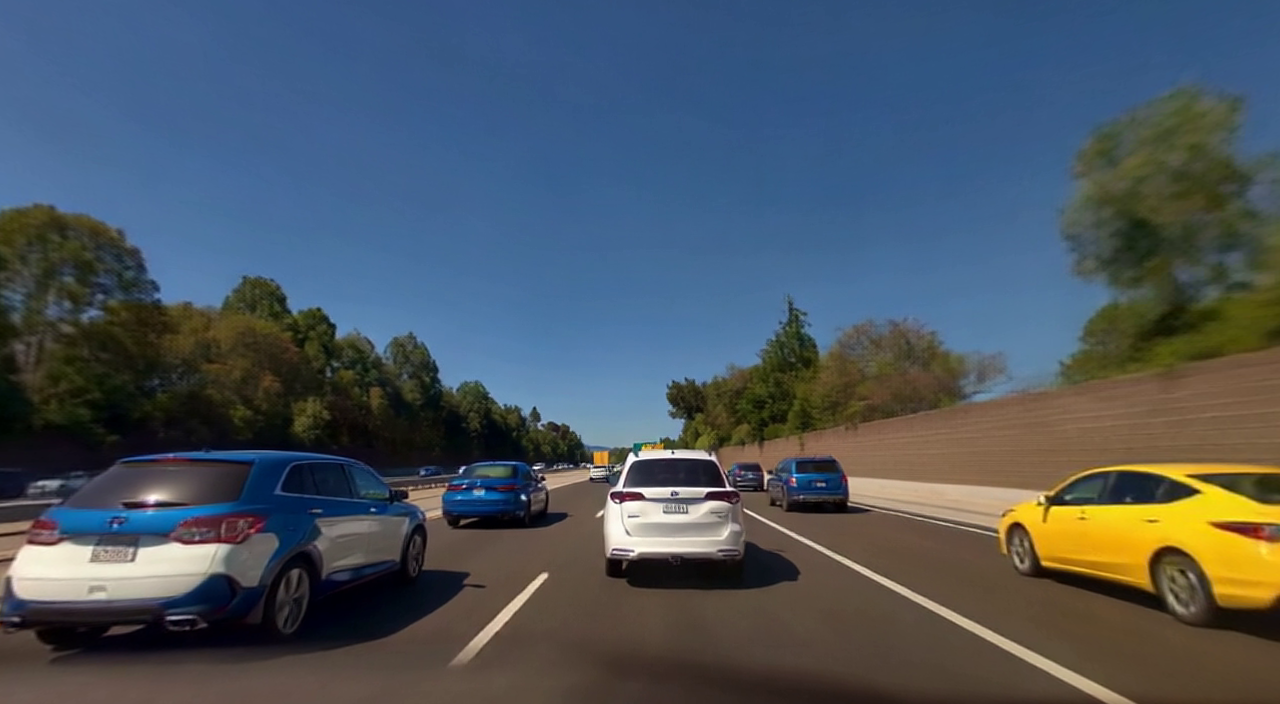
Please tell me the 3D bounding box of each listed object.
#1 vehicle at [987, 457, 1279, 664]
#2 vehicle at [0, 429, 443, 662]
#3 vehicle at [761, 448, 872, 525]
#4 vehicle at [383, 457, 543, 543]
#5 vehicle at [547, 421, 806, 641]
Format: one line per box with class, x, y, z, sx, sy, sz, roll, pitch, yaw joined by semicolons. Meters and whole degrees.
vehicle;5.500;1.772;5.993;1.919;1.437;4.436;1;-11;1
vehicle;-3.798;1.723;6.540;1.994;1.556;4.263;0;-11;1
vehicle;4.877;3.802;18.111;1.984;1.876;4.287;0;-11;1
vehicle;-3.558;3.098;13.713;1.960;1.502;4.593;0;-11;2
vehicle;0.306;1.818;7.201;2.057;1.725;4.126;1;-11;0
